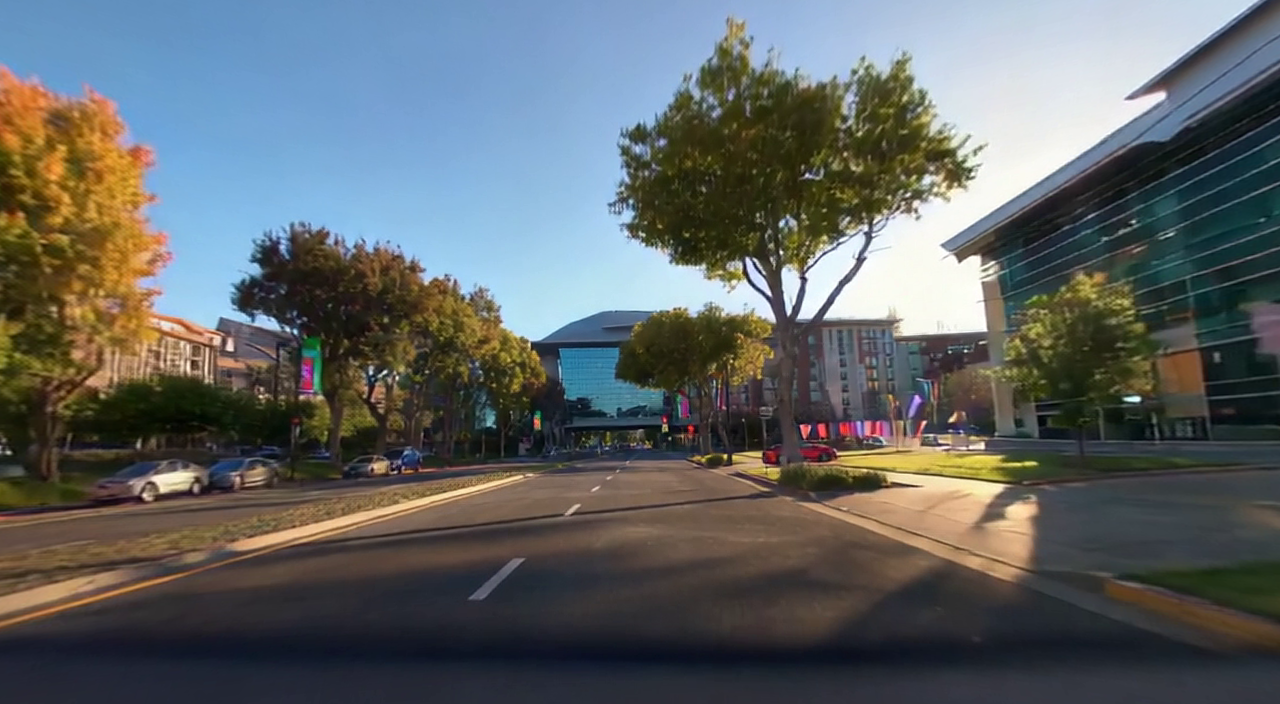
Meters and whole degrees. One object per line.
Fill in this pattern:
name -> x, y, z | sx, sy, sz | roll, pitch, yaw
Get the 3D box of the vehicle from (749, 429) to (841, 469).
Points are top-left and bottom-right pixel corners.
vehicle -> 9.199, 5.817, 37.627 | 4.716, 1.672, 2.330 | -7, -9, -1

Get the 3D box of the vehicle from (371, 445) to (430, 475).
vehicle -> -16.944, 7.644, 44.673 | 2.301, 1.821, 4.731 | -4, -9, 1

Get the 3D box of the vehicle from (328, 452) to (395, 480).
vehicle -> -17.152, 7.004, 38.943 | 1.873, 1.544, 4.794 | 0, -9, 1

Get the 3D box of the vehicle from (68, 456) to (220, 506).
vehicle -> -17.305, 4.488, 22.249 | 1.829, 1.508, 4.377 | 0, -9, -1

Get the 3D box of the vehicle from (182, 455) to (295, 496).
vehicle -> -17.313, 5.311, 27.372 | 2.020, 1.471, 4.419 | -3, -9, 1
